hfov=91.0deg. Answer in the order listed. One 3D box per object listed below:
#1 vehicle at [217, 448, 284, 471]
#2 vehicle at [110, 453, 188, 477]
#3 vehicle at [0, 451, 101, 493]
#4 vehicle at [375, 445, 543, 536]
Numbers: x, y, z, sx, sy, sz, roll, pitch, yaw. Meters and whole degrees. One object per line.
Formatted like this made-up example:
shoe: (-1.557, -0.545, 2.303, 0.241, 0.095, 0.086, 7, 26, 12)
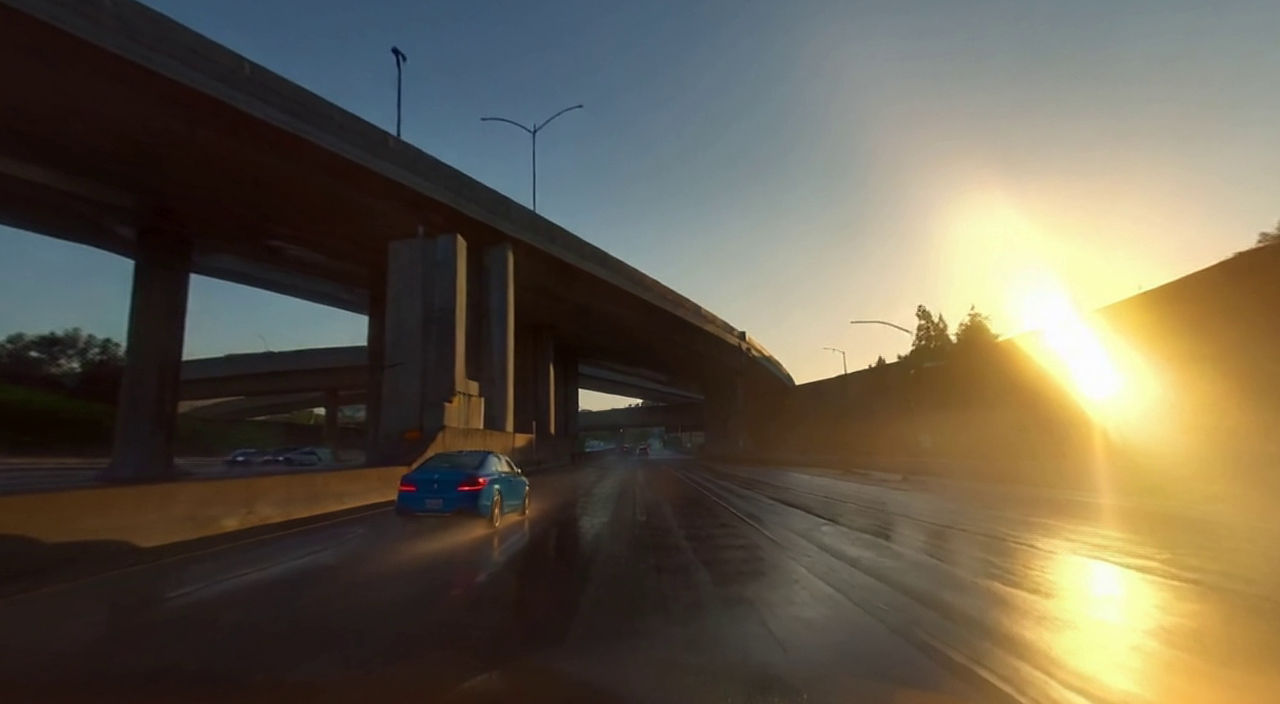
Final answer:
vehicle: (-29.923, 8.252, 48.561, 1.950, 1.584, 4.891, 0, -8, 0)
vehicle: (-33.818, 7.756, 43.537, 1.759, 1.475, 4.440, 0, -8, 1)
vehicle: (-23.850, 4.658, 24.802, 1.711, 1.454, 3.911, 0, -9, 0)
vehicle: (-3.308, 2.602, 12.479, 2.044, 1.478, 4.114, 0, -9, 1)
